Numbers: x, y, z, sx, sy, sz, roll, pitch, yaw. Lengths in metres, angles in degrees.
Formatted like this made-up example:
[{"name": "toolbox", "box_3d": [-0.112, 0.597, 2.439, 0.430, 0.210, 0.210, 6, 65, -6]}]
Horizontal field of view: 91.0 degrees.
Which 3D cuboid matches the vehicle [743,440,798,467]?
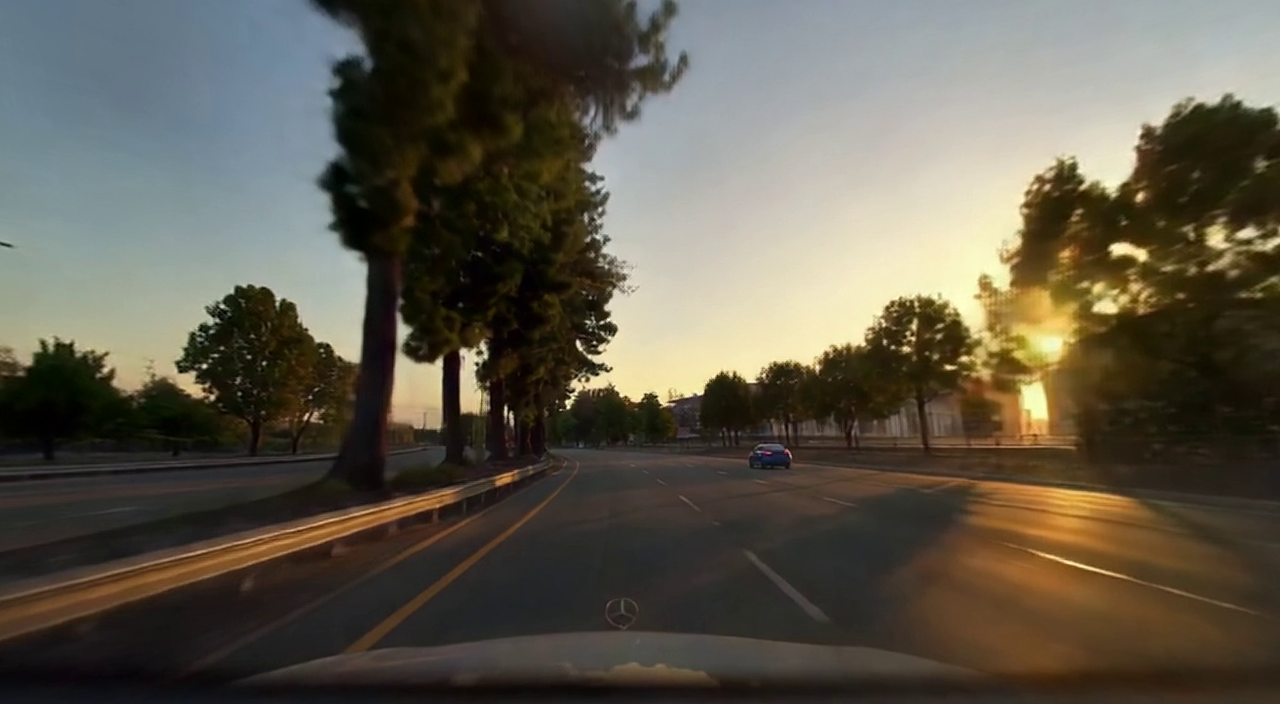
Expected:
[{"name": "vehicle", "box_3d": [7.566, 5.925, 37.002, 1.908, 1.483, 4.474, 1, -9, -6]}]
